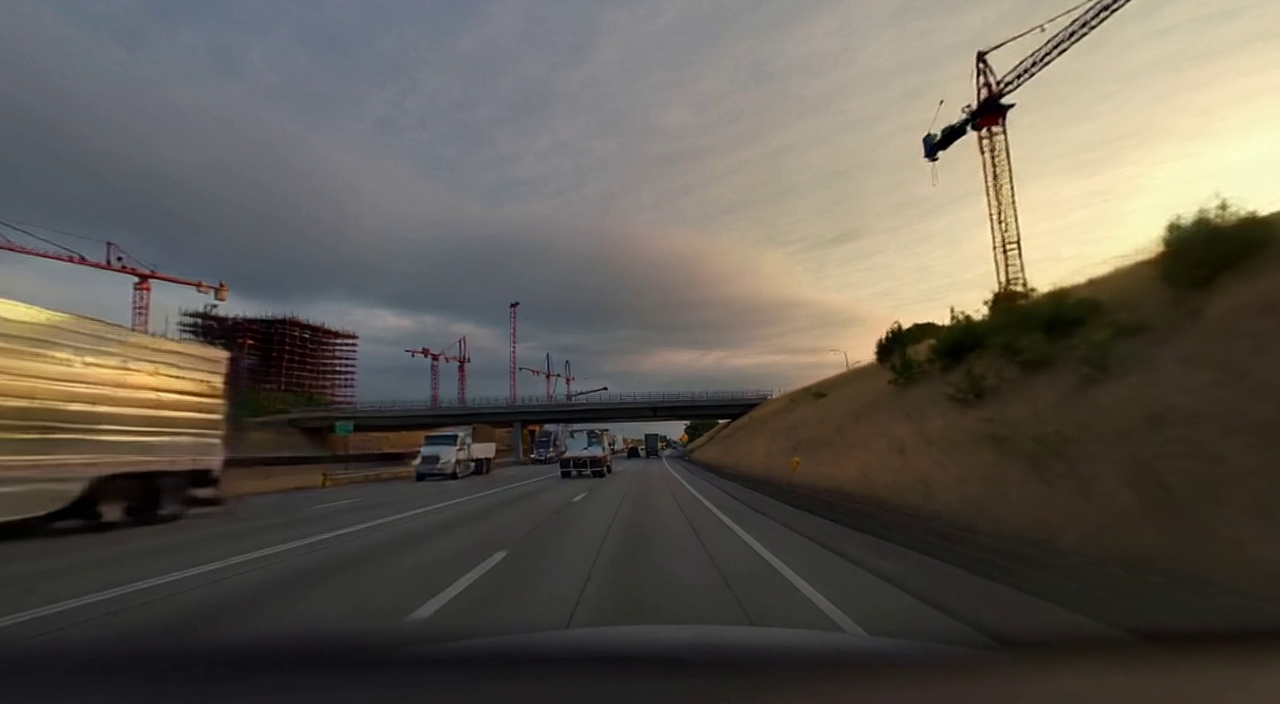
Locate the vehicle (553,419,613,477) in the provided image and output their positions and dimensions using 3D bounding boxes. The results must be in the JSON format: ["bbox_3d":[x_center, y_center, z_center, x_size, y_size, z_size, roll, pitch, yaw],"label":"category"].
[{"bbox_3d":[-2.922,5.194,33.985,2.565,2.771,6.641,0,-9,0],"label":"vehicle"}]

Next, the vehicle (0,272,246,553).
[{"bbox_3d":[-10.170,0.896,9.040,2.813,3.815,9.248,0,-9,1],"label":"vehicle"}]

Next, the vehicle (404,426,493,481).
[{"bbox_3d":[-9.900,5.353,33.242,2.762,2.579,6.099,0,-9,0],"label":"vehicle"}]
